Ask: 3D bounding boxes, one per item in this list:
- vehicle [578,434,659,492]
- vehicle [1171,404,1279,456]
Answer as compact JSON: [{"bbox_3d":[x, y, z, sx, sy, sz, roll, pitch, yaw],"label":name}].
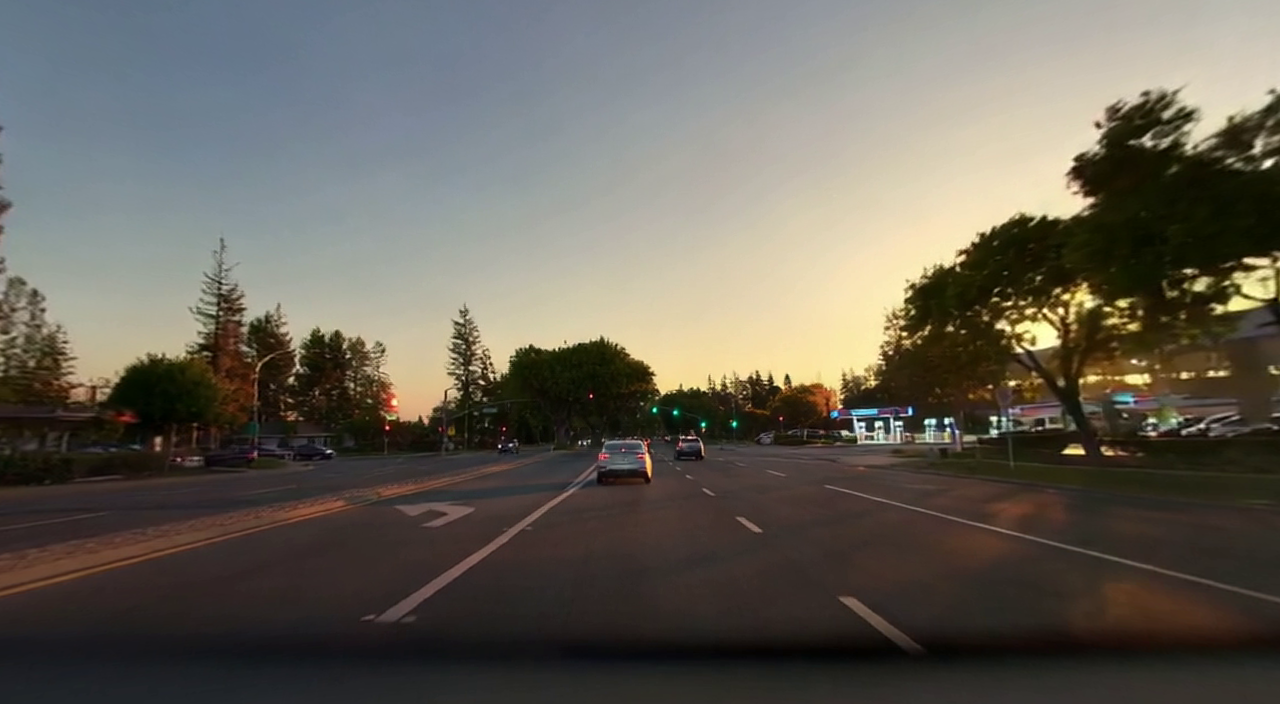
[{"bbox_3d":[-0.544,3.081,17.874,2.040,1.451,3.736,0,-8,0],"label":"vehicle"},{"bbox_3d":[30.370,4.003,31.792,2.305,2.369,5.485,0,-8,-1],"label":"vehicle"}]
